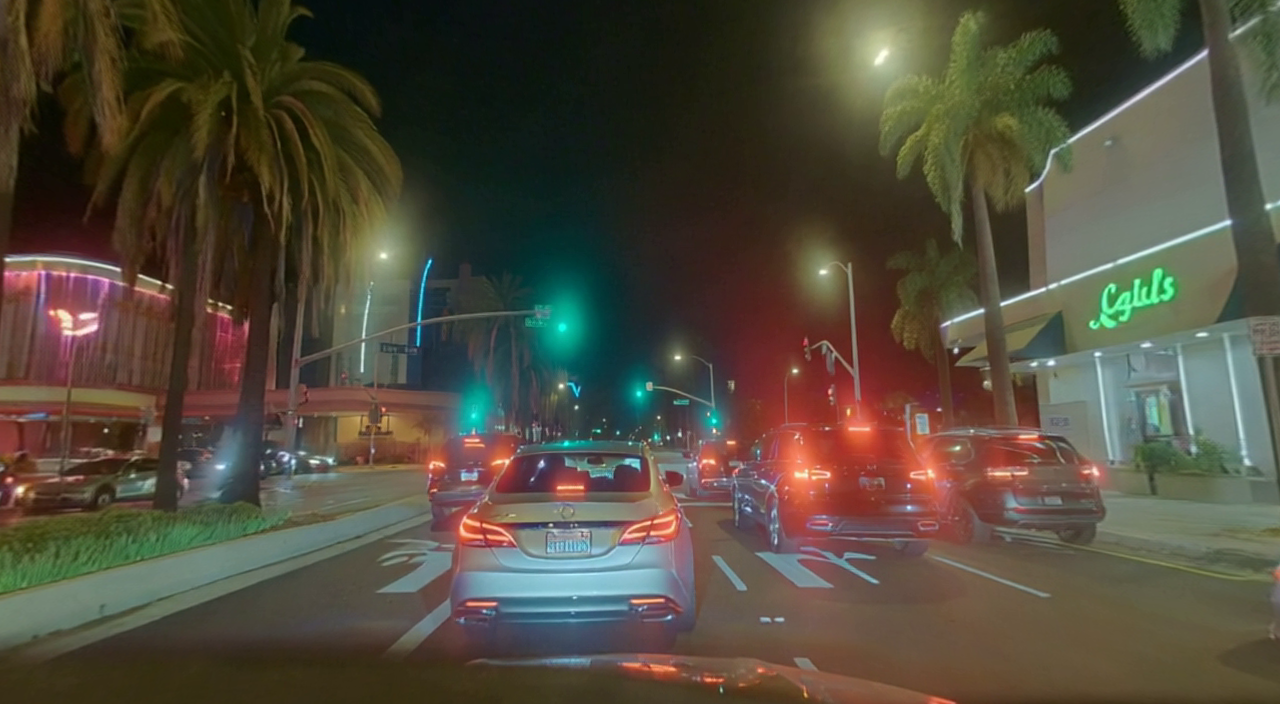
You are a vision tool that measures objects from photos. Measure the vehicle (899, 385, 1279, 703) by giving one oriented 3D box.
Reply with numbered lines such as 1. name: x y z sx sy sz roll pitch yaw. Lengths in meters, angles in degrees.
1. vehicle: 2.619 0.809 1.470 2.085 1.469 4.458 0 -9 -1

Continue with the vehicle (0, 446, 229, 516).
1. vehicle: -12.864 3.136 15.970 1.870 1.475 4.531 0 -9 0

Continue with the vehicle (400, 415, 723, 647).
1. vehicle: -0.520 1.475 6.225 2.096 1.492 4.071 0 -9 0

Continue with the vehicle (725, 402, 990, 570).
1. vehicle: 2.640 1.767 9.060 2.096 1.775 4.440 0 -9 -2

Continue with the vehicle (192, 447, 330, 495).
1. vehicle: -12.863 4.023 21.869 1.856 1.455 4.700 0 -9 0
